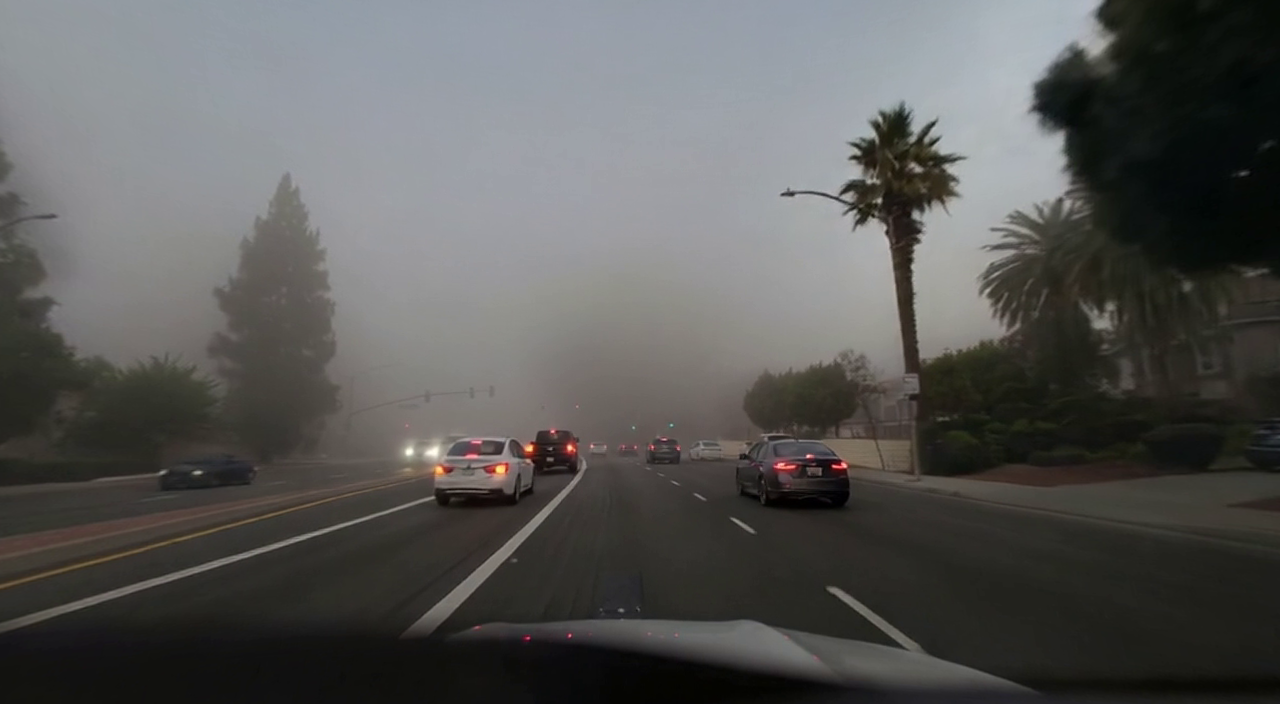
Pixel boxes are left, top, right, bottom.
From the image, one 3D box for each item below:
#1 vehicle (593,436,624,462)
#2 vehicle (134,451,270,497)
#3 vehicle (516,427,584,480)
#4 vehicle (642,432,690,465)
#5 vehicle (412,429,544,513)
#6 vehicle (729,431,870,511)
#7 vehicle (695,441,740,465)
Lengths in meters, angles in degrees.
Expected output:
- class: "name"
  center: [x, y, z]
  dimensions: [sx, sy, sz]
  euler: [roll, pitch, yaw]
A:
- class: "vehicle"
  center: [-2.470, 7.439, 48.385]
  dimensions: [2.164, 1.867, 4.254]
  euler: [1, -9, -6]
- class: "vehicle"
  center: [-15.600, 4.324, 22.851]
  dimensions: [2.004, 1.465, 4.300]
  euler: [0, -9, -3]
- class: "vehicle"
  center: [-3.625, 4.245, 26.701]
  dimensions: [2.354, 1.948, 6.355]
  euler: [0, -9, -4]
- class: "vehicle"
  center: [1.582, 6.230, 40.758]
  dimensions: [2.391, 1.960, 5.600]
  euler: [1, -9, -5]
- class: "vehicle"
  center: [-3.383, 2.563, 14.060]
  dimensions: [1.922, 1.577, 4.140]
  euler: [0, -9, -2]
- class: "vehicle"
  center: [3.313, 2.555, 14.007]
  dimensions: [1.870, 1.491, 4.009]
  euler: [0, -9, -3]
- class: "vehicle"
  center: [5.101, 6.758, 42.360]
  dimensions: [1.989, 1.459, 4.700]
  euler: [1, -9, -6]
